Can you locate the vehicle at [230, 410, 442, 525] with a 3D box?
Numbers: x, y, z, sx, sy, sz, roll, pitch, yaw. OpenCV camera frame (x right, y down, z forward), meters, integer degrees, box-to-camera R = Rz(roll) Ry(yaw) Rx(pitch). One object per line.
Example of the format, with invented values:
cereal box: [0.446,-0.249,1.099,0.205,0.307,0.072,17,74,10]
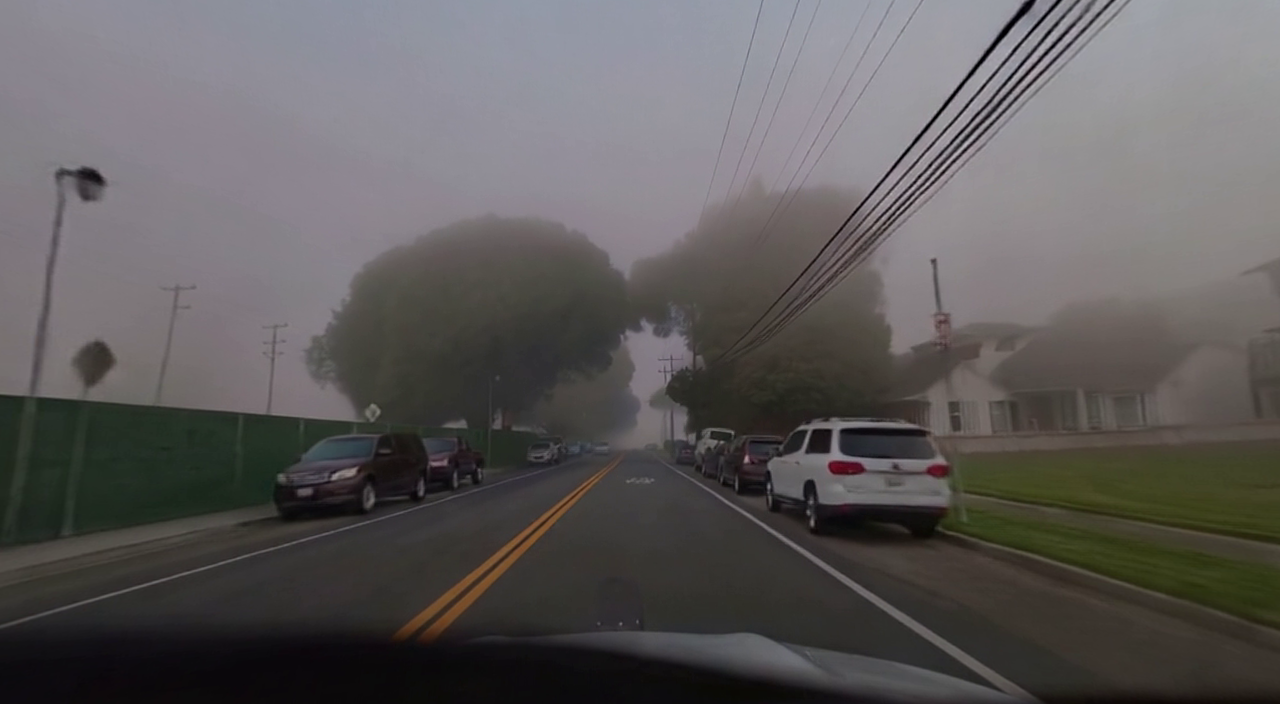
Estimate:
vehicle: [-6.645,2.593,14.769,2.268,2.154,5.321,0,-9,0]

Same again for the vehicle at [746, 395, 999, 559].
vehicle: [3.333,1.944,10.605,2.053,2.005,5.495,0,-8,-1]

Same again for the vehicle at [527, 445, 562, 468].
vehicle: [-6.742,7.391,44.951,1.866,1.487,4.416,-1,-8,-1]
